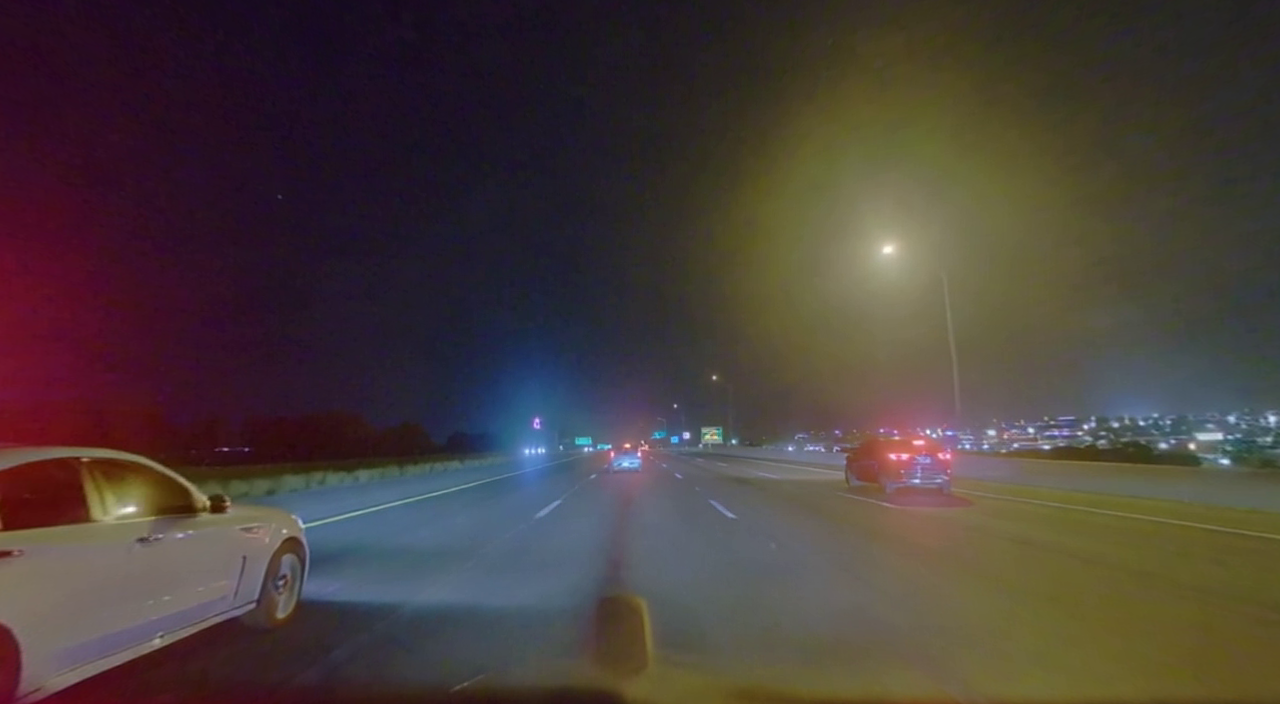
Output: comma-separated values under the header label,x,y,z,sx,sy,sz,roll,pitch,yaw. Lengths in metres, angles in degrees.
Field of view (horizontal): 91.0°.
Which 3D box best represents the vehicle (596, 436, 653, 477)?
label,x,y,z,sx,sy,sz,roll,pitch,yaw
vehicle,-0.589,4.308,26.119,2.147,1.576,3.964,0,-8,0
